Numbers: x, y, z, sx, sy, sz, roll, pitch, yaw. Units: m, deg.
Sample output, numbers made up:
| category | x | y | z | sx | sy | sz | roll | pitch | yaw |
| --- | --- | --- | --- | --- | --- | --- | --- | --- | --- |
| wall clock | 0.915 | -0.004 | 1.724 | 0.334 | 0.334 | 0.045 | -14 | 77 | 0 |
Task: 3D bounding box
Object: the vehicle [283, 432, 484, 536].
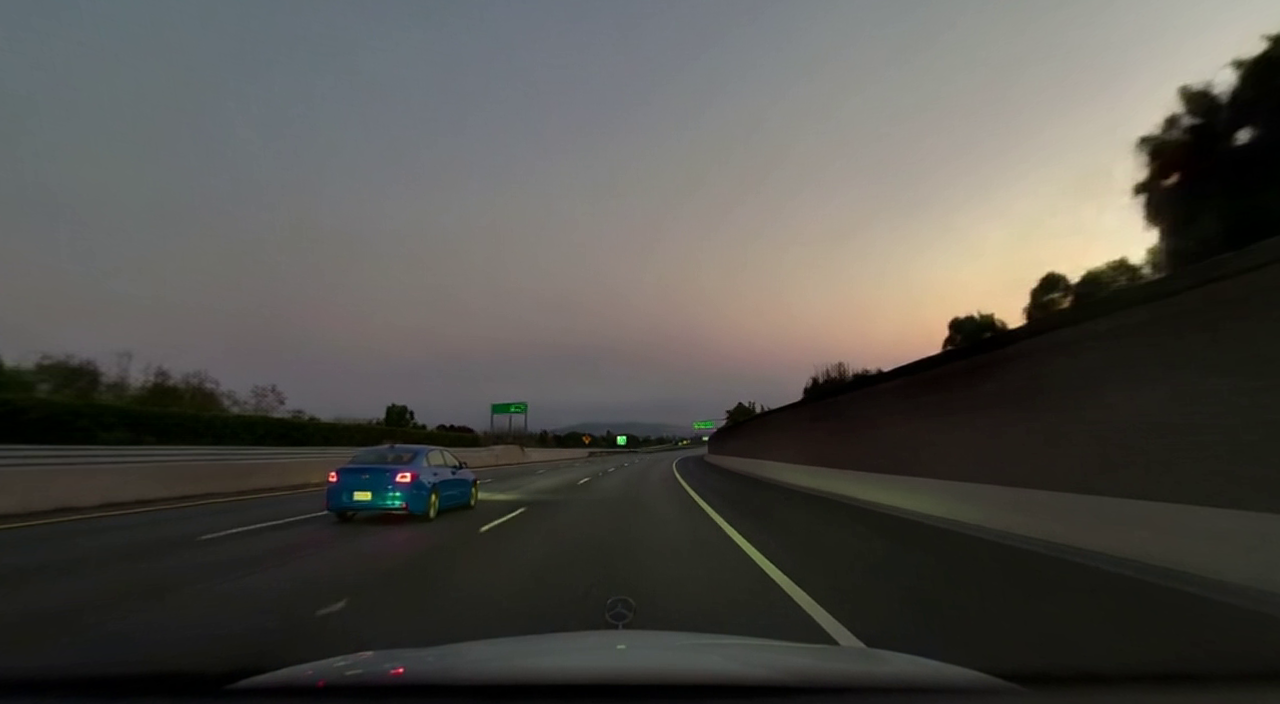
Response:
| category | x | y | z | sx | sy | sz | roll | pitch | yaw |
| --- | --- | --- | --- | --- | --- | --- | --- | --- | --- |
| vehicle | -4.261 | 2.238 | 11.240 | 1.928 | 1.504 | 3.745 | 0 | -9 | 1 |
